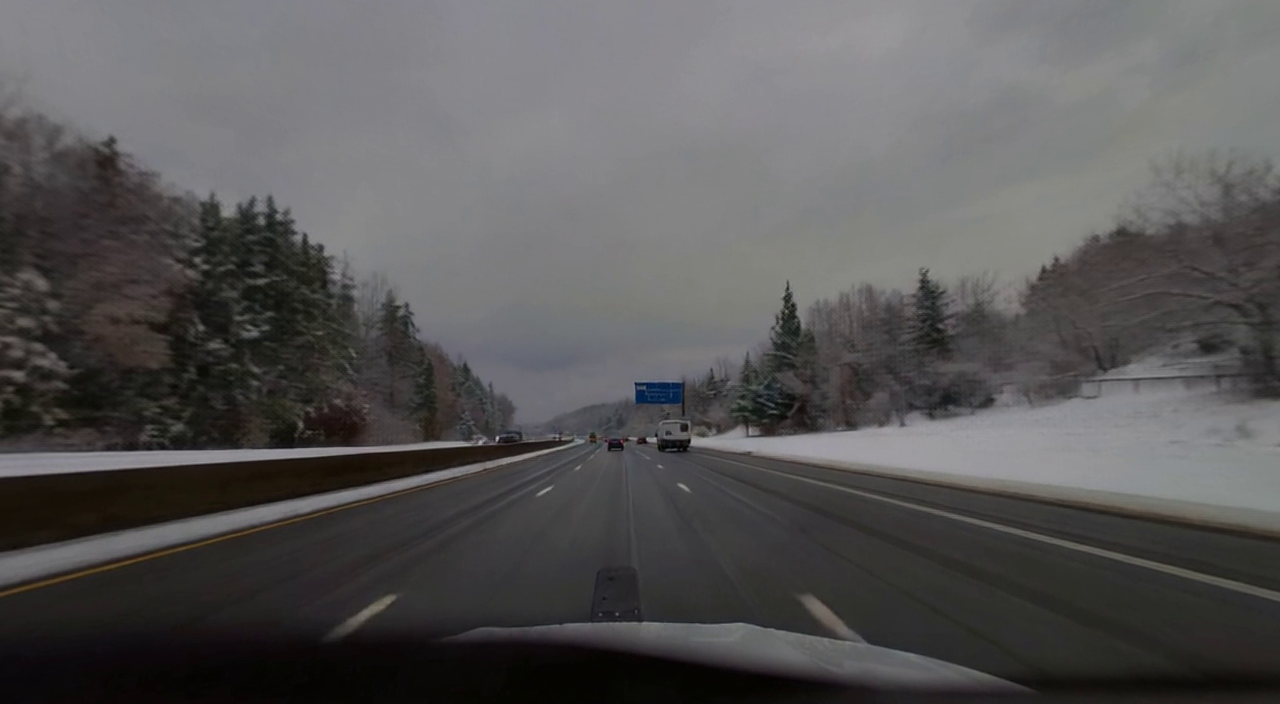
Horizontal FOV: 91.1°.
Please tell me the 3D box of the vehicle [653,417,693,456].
[{"bbox_3d":[2.290,6.136,45.622,2.411,2.614,5.781,0,-8,-1],"label":"vehicle"}]
